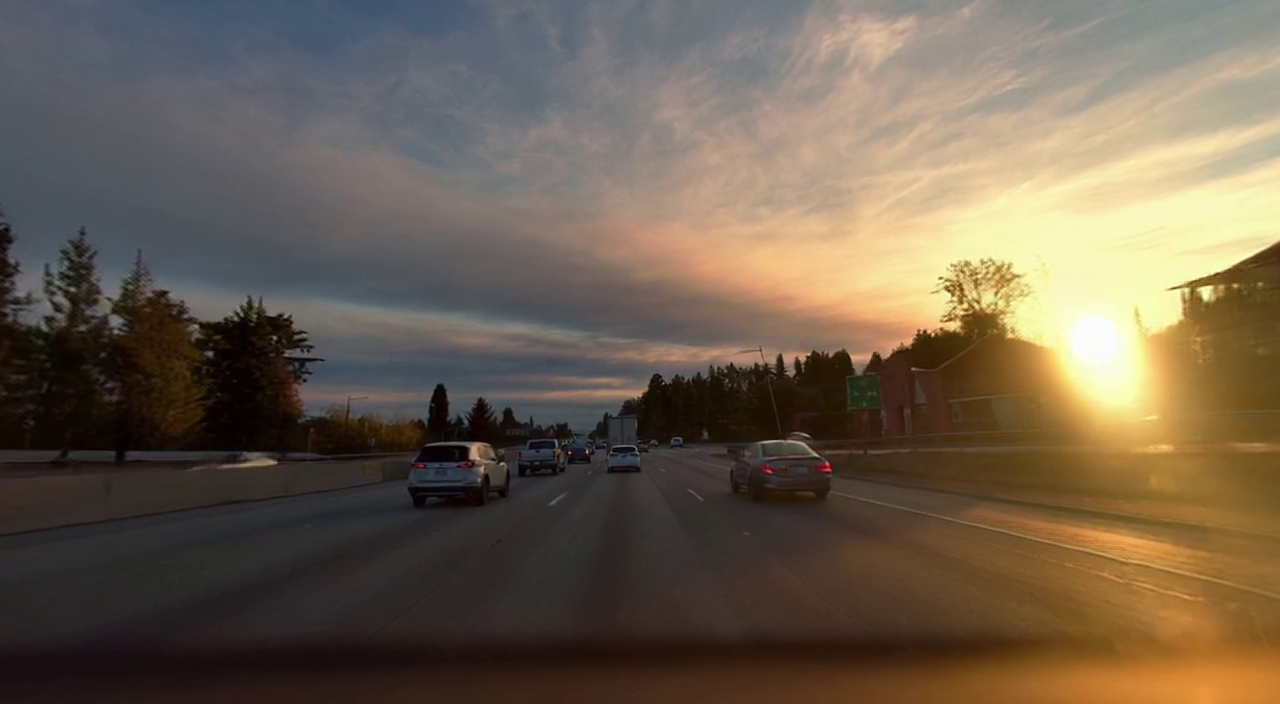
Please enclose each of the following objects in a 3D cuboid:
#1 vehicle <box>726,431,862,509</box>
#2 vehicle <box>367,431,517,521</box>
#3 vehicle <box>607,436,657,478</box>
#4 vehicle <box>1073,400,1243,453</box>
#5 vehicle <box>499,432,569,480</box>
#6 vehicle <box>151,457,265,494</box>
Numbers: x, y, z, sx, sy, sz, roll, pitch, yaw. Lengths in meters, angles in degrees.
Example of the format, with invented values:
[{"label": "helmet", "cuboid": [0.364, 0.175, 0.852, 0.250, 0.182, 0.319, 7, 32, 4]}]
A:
[{"label": "vehicle", "cuboid": [3.390, 2.709, 14.889, 2.027, 1.554, 4.252, 0, -9, -2]}, {"label": "vehicle", "cuboid": [-4.109, 2.631, 13.900, 1.988, 1.668, 4.021, 0, -9, 0]}, {"label": "vehicle", "cuboid": [-0.402, 4.706, 28.463, 2.063, 1.703, 4.203, 0, -9, -2]}, {"label": "vehicle", "cuboid": [17.997, 2.693, 22.260, 2.048, 1.674, 4.106, 2, -9, -13]}, {"label": "vehicle", "cuboid": [-4.639, 4.678, 28.642, 2.301, 1.944, 5.482, 0, -9, -1]}, {"label": "vehicle", "cuboid": [-19.140, 5.461, 28.300, 1.839, 1.457, 4.701, 0, -9, -1]}]
